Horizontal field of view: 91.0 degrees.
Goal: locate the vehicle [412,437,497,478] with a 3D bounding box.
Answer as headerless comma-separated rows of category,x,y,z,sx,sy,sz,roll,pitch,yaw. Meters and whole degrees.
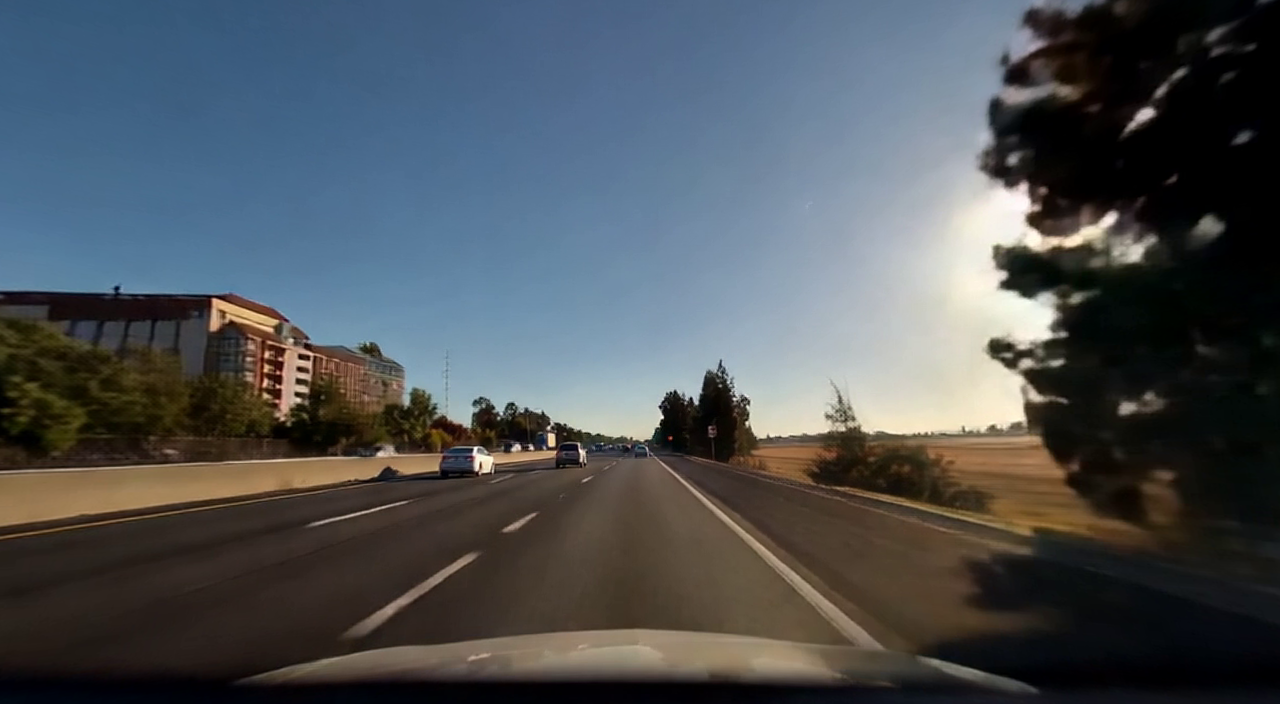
vehicle,-7.560,4.326,26.159,2.034,1.523,4.627,0,-8,1

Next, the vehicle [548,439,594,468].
vehicle,-3.969,5.910,36.905,2.083,1.588,4.801,0,-8,1
